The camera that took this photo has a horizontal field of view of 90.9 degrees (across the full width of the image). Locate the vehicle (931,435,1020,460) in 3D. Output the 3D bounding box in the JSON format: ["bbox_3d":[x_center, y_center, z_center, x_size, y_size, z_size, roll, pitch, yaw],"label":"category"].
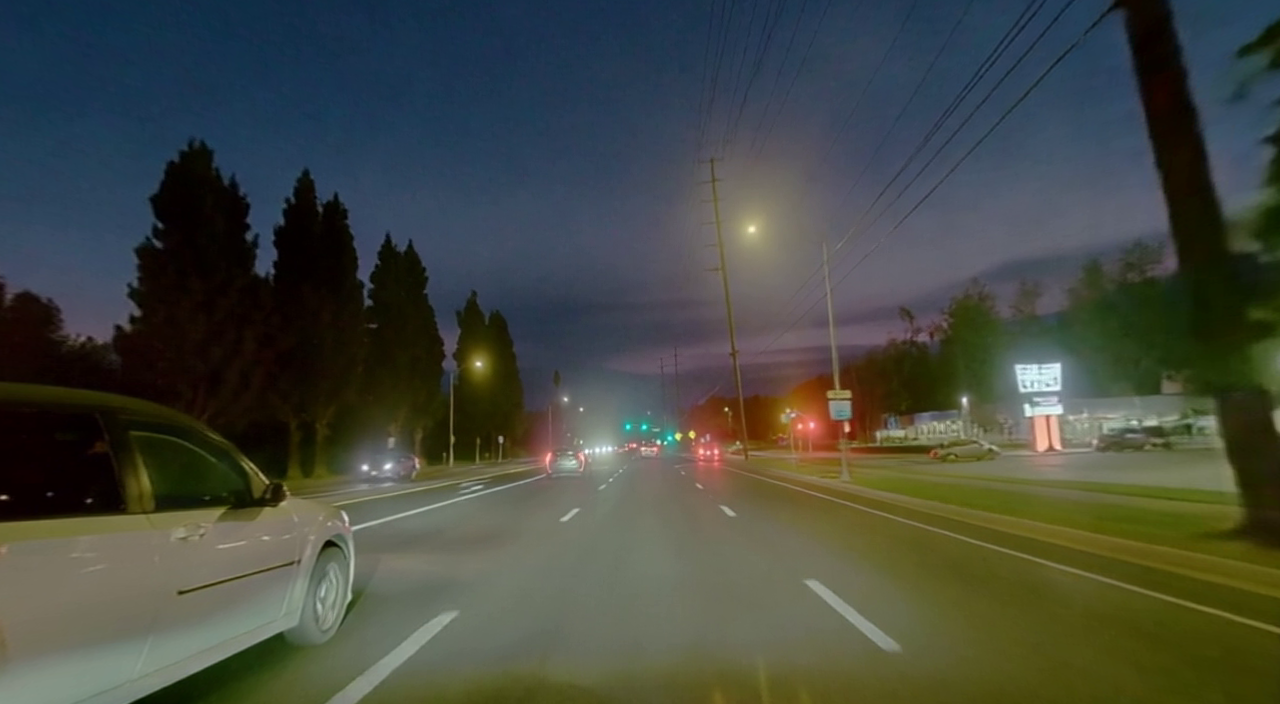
[{"bbox_3d":[21.114,6.034,39.824,4.392,1.535,2.131,0,-9,0],"label":"vehicle"}]

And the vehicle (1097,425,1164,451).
[{"bbox_3d":[34.954,6.114,44.867,4.347,1.761,2.002,4,-10,-28],"label":"vehicle"}]

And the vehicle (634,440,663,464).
[{"bbox_3d":[0.644,7.773,49.113,2.155,1.781,3.977,0,-8,1],"label":"vehicle"}]

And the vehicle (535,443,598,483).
[{"bbox_3d":[-2.820,4.373,25.193,1.982,1.451,4.152,0,-8,1],"label":"vehicle"}]

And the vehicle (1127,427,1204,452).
[{"bbox_3d":[34.352,5.719,41.168,4.632,1.533,2.015,4,-10,-27],"label":"vehicle"}]

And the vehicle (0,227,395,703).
[{"bbox_3d":[-3.111,0.625,1.928,2.381,1.961,5.563,0,-9,1],"label":"vehicle"}]

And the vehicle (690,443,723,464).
[{"bbox_3d":[5.024,7.575,47.195,2.062,1.541,4.420,-2,-9,11],"label":"vehicle"}]
